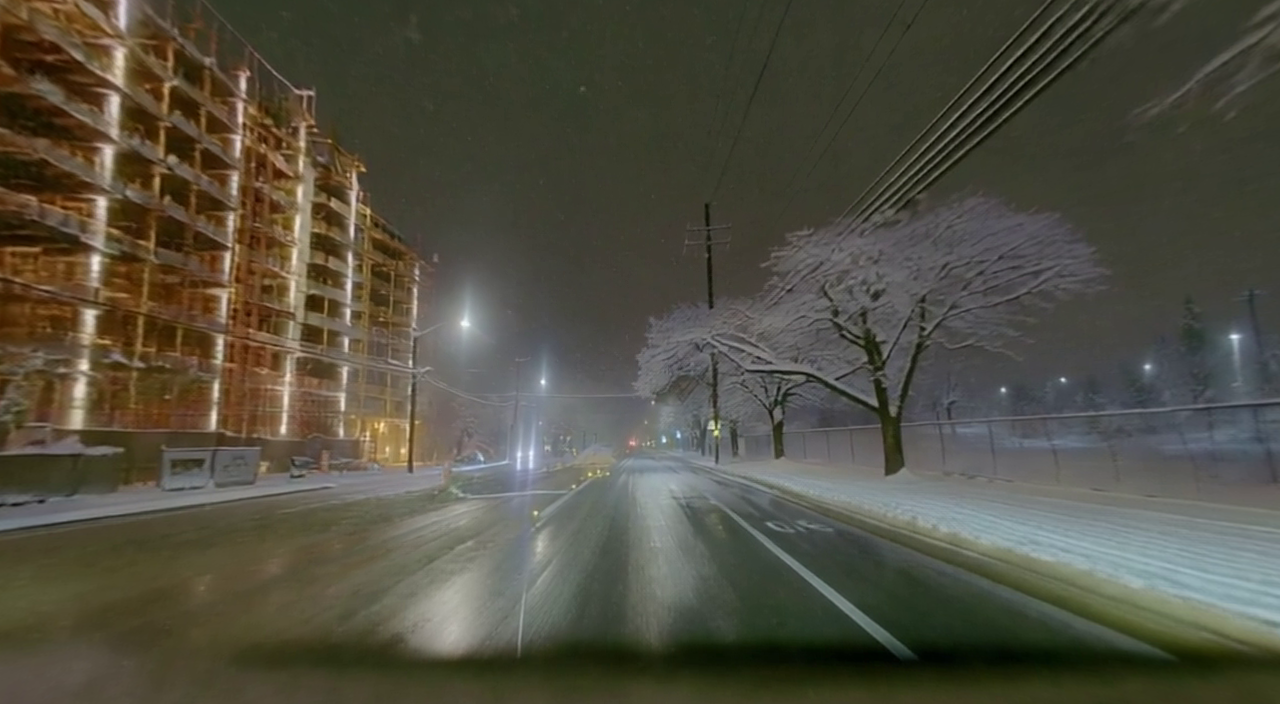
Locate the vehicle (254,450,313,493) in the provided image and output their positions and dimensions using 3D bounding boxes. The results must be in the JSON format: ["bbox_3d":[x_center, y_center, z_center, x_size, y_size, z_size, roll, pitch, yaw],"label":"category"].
[{"bbox_3d":[-15.769,5.220,28.003,2.002,1.683,4.664,4,-10,-28],"label":"vehicle"}]

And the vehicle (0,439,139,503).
[{"bbox_3d":[-20.422,4.069,21.499,4.712,1.927,2.237,-3,-9,0],"label":"vehicle"}]
